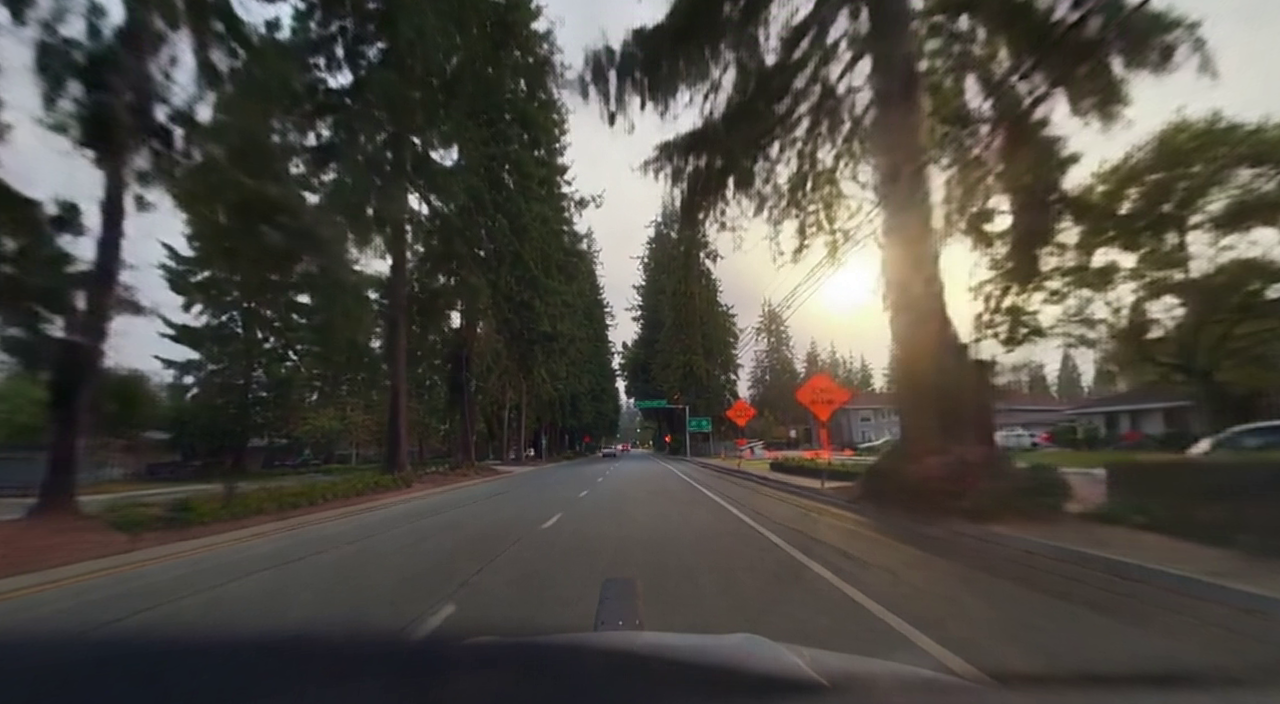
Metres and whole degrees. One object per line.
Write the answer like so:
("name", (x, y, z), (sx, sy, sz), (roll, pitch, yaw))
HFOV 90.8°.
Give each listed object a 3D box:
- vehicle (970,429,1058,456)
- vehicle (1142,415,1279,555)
("vehicle", (25.449, 6.187, 43.095), (4.601, 1.801, 2.122), (0, -9, 1))
("vehicle", (8.421, 1.504, 7.217), (1.891, 1.548, 4.121), (-5, -8, 0))
